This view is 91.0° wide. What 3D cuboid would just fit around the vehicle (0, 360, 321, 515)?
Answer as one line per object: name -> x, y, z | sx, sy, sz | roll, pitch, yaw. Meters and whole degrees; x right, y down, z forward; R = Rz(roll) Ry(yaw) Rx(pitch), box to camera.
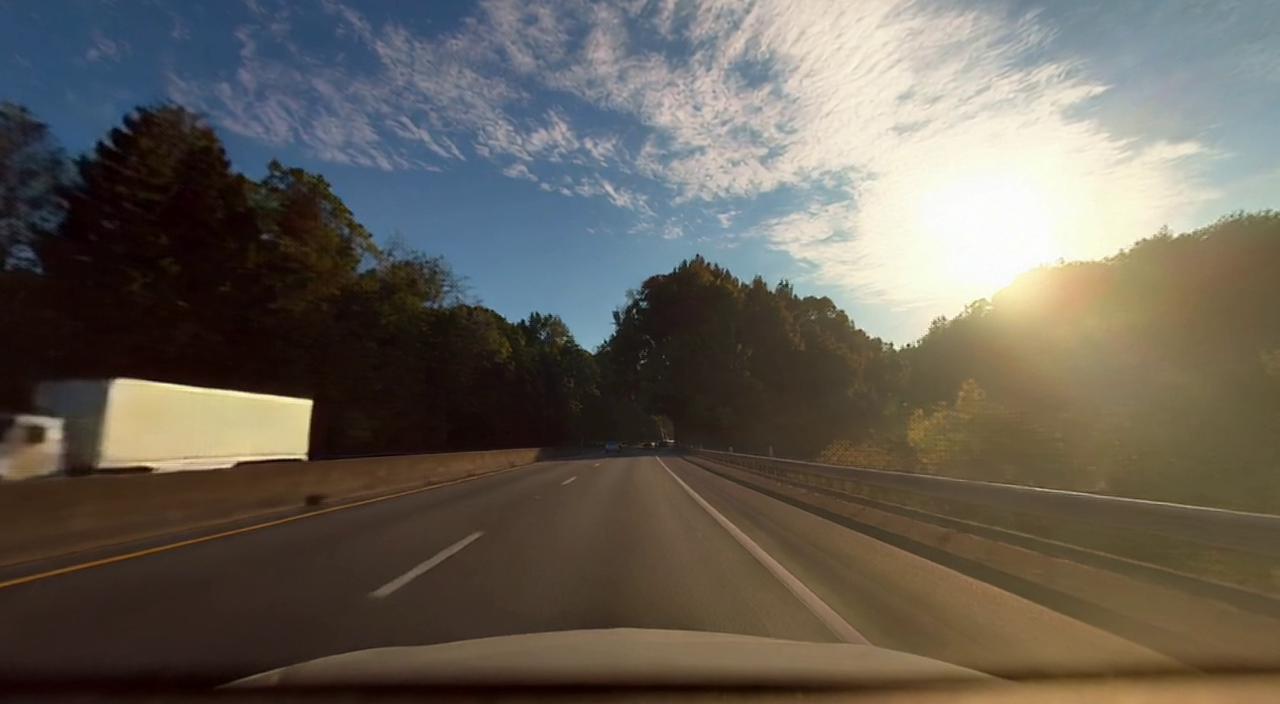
vehicle -> -17.616, 3.339, 24.349 | 3.072, 4.202, 14.354 | 0, -8, 0
